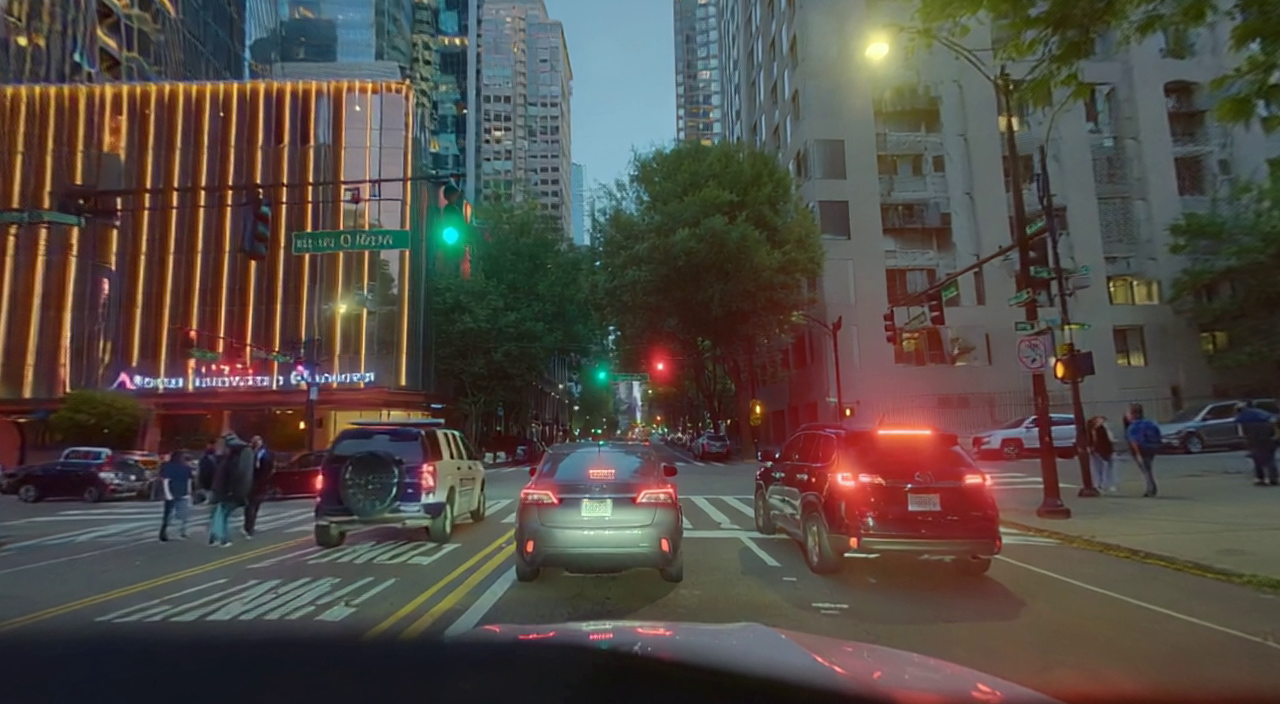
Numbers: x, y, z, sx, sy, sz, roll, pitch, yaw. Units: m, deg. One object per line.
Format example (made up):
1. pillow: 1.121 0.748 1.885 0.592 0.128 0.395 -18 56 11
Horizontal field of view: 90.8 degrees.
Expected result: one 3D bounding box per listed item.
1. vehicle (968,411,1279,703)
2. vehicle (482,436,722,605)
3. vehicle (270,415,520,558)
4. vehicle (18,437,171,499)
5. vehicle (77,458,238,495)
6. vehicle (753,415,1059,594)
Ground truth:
1. vehicle: 2.736 0.804 1.115 1.902 1.454 4.540 0 -8 0
2. vehicle: -0.356 1.784 7.650 2.092 1.454 4.132 0 -8 -1
3. vehicle: -3.692 2.138 10.916 2.190 1.840 5.272 0 -8 0
4. vehicle: -30.877 6.522 35.941 5.896 3.276 2.809 1 -8 1
5. vehicle: -20.273 5.241 26.703 5.153 1.449 1.966 0 -8 0
6. vehicle: 3.038 1.846 8.626 2.072 1.735 4.759 0 -8 0
